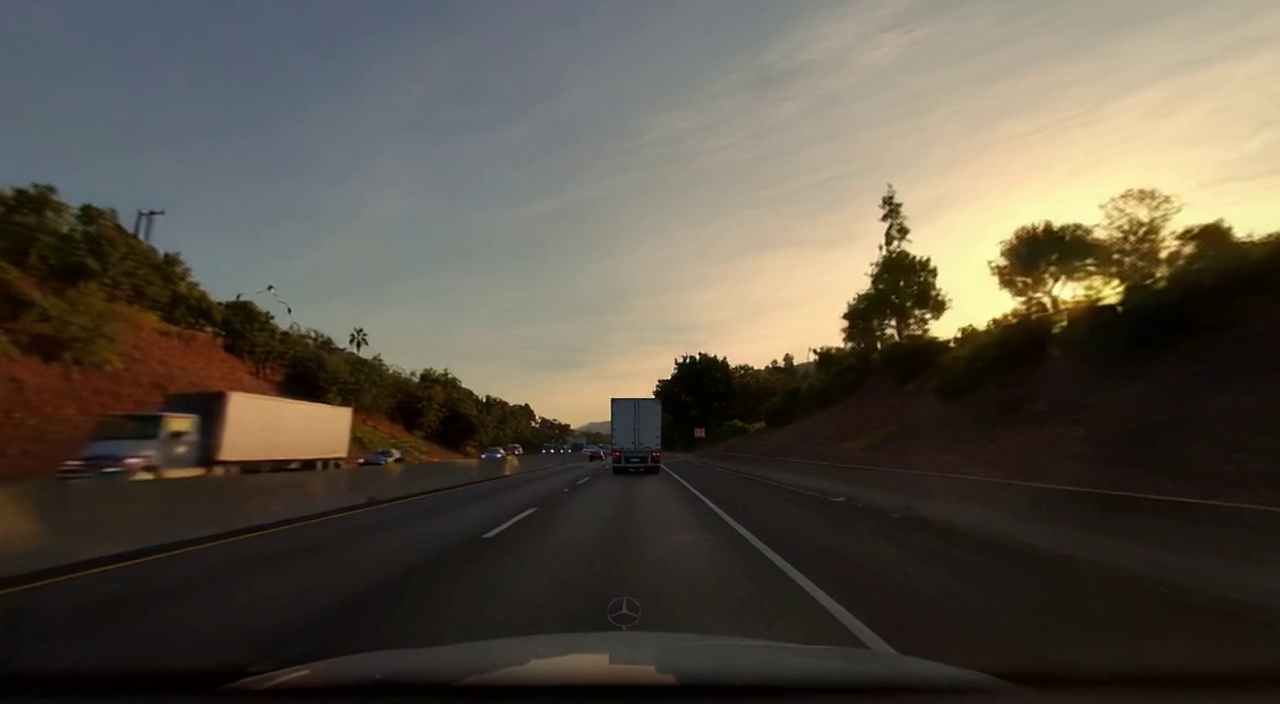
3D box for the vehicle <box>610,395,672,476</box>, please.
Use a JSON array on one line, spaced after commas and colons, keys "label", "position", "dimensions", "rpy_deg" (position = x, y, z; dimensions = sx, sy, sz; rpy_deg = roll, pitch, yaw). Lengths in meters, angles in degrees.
[{"label": "vehicle", "position": [0.033, 4.758, 34.972], "dimensions": [2.959, 3.828, 9.617], "rpy_deg": [0, -9, 0]}]
